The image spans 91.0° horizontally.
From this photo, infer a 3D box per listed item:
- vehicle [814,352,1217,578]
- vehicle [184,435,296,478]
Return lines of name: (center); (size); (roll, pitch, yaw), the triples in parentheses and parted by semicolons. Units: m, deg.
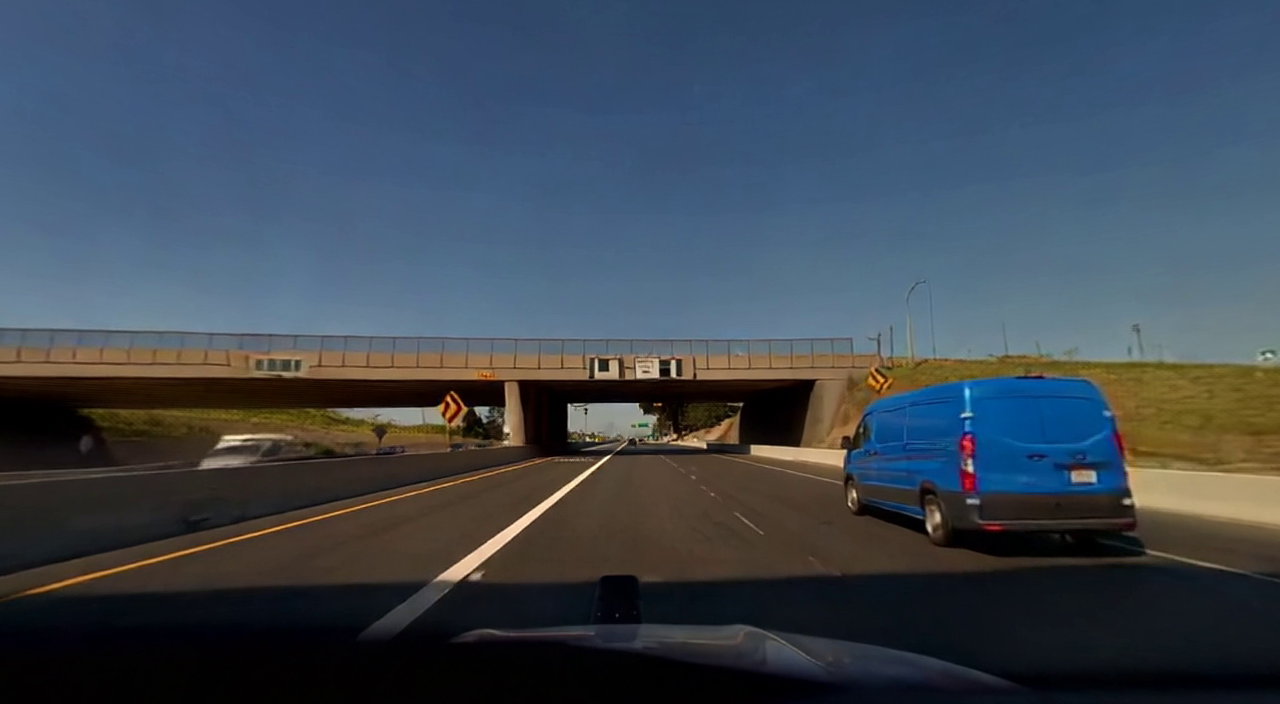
vehicle: (4.007, 1.317, 8.011); (2.161, 2.002, 4.631); (0, -8, -1)
vehicle: (-21.438, 5.579, 34.095); (2.355, 2.100, 5.568); (-1, -8, 0)
